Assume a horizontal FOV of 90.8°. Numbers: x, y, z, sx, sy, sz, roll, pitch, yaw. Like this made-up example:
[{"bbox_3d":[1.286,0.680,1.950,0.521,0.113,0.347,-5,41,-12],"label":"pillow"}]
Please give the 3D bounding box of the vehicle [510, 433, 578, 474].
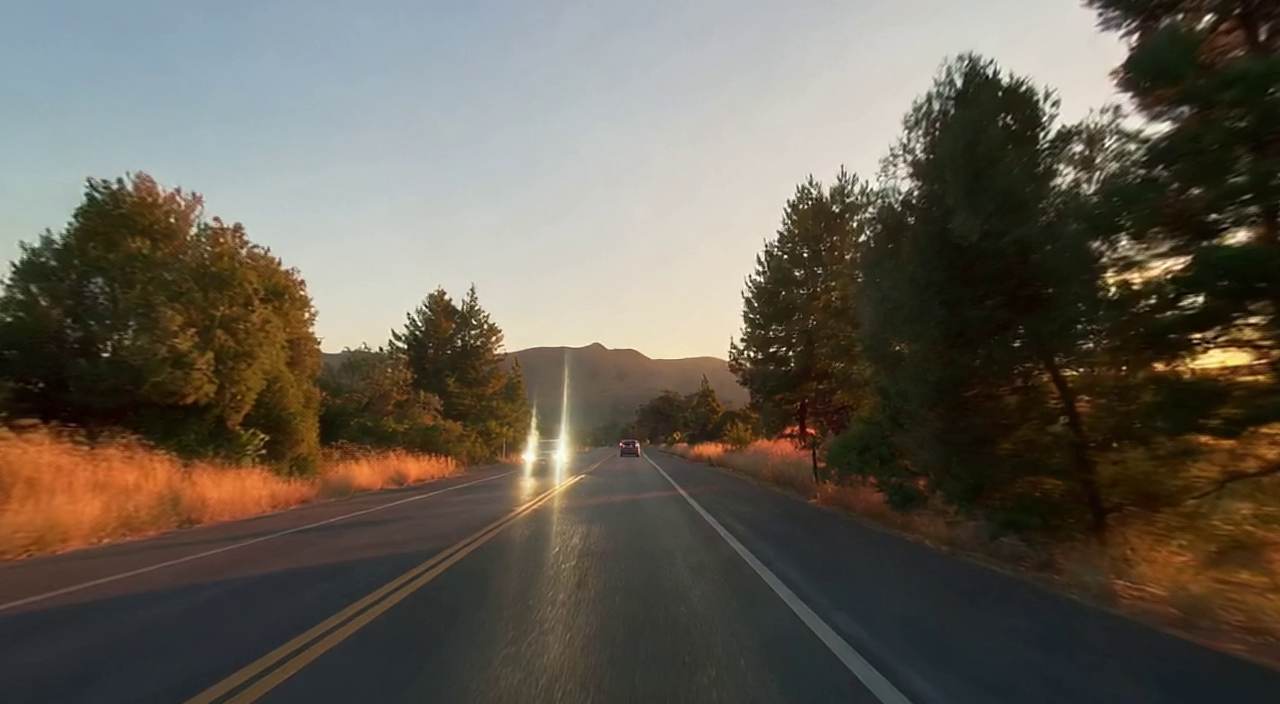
[{"bbox_3d":[-4.645,5.021,31.421,2.695,1.840,4.689,0,-9,-1],"label":"vehicle"}]
